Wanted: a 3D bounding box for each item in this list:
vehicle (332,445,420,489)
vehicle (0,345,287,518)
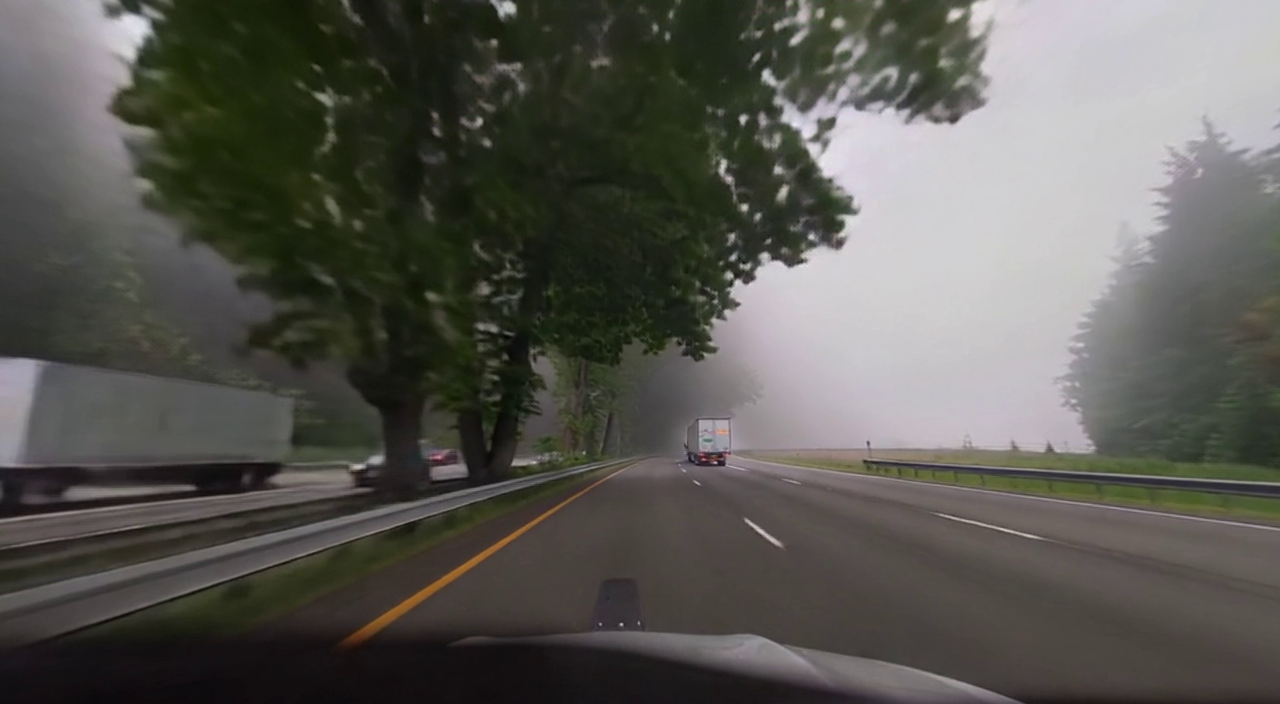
[{"bbox_3d":[-11.574,5.047,27.970,2.033,1.808,4.059,0,-9,1],"label":"vehicle"},{"bbox_3d":[-16.353,2.546,19.156,2.852,4.027,14.081,0,-9,1],"label":"vehicle"}]
